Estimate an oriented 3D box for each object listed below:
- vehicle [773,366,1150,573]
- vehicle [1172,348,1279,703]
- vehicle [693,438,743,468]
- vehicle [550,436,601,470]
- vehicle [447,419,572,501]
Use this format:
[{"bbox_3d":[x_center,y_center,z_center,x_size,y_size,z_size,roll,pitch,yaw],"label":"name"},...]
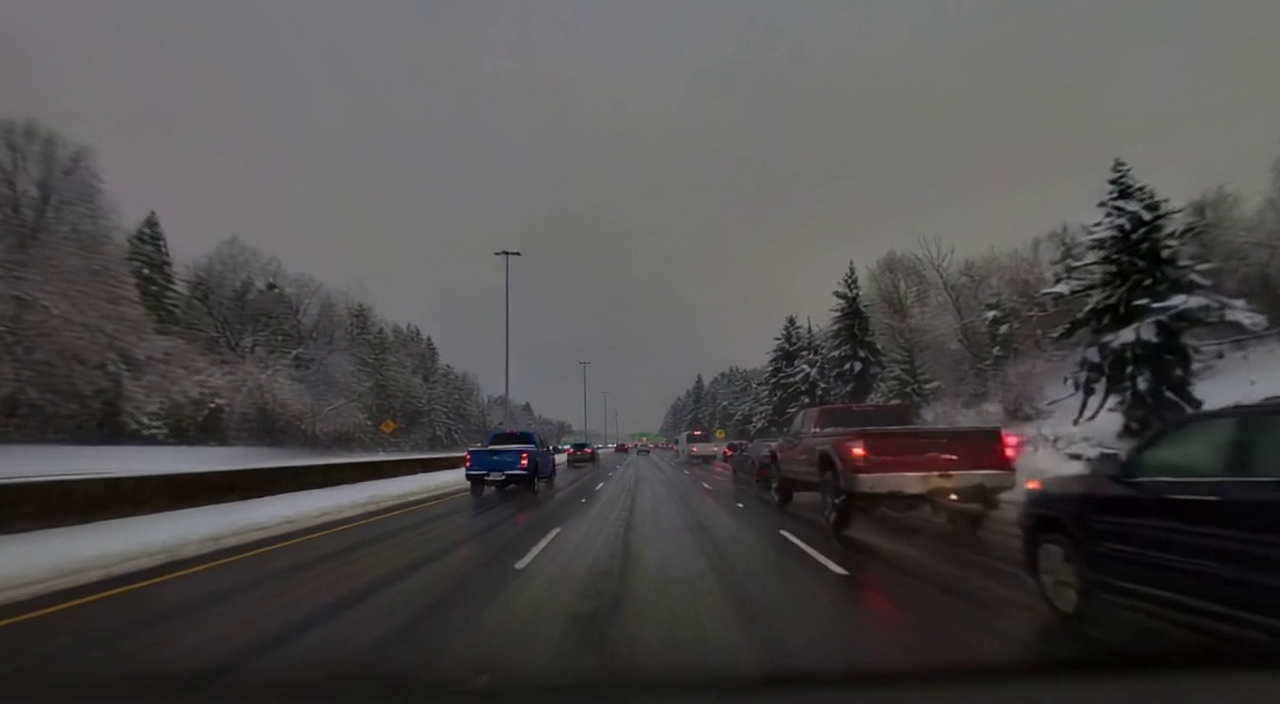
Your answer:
[{"bbox_3d":[3.768,1.559,9.128,2.395,2.017,5.709,0,-8,0],"label":"vehicle"},{"bbox_3d":[3.849,0.535,0.830,2.023,1.670,4.869,0,-8,0],"label":"vehicle"},{"bbox_3d":[3.986,5.232,32.951,1.951,1.454,4.479,0,-8,-1],"label":"vehicle"},{"bbox_3d":[-3.237,5.174,32.574,1.974,1.589,5.047,-1,-8,1],"label":"vehicle"},{"bbox_3d":[-3.122,2.710,16.237,2.139,1.764,4.707,-1,-8,1],"label":"vehicle"}]
